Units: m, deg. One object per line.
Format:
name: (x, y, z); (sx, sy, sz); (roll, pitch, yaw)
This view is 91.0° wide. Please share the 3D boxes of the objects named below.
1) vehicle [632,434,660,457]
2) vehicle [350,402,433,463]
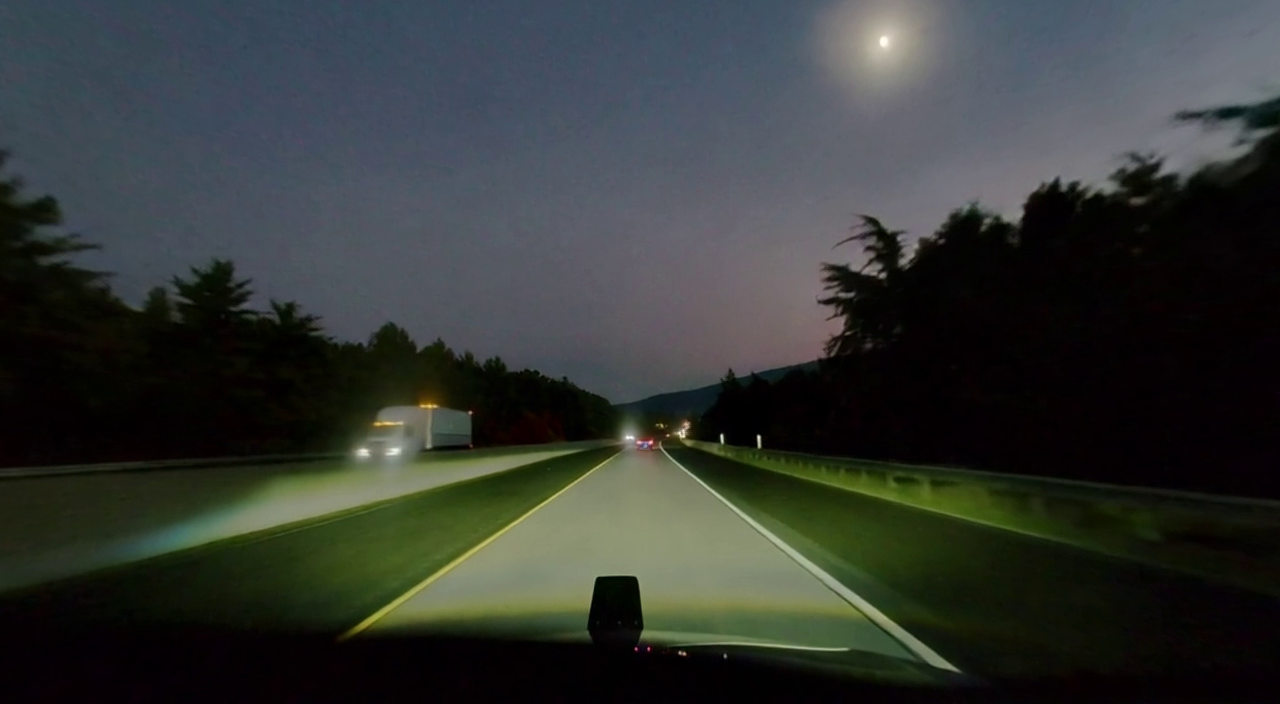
vehicle: (0.460, 7.140, 48.049); (2.058, 1.649, 3.942); (0, -8, 0)
vehicle: (-16.300, 5.375, 41.789); (3.000, 3.720, 5.942); (0, -8, 0)
